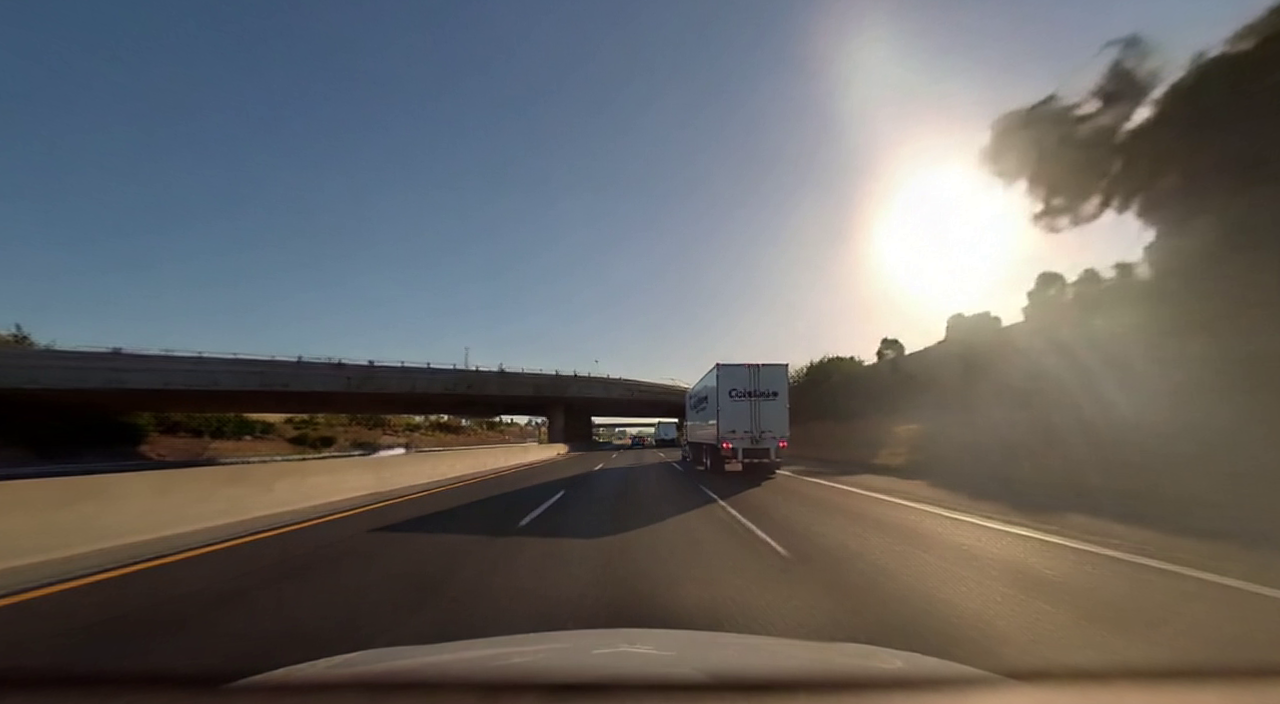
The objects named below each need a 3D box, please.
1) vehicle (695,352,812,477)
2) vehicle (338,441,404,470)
[{"bbox_3d":[3.974,2.595,24.384,2.840,3.947,8.920,0,-8,0],"label":"vehicle"},{"bbox_3d":[-14.677,5.654,34.512,1.816,1.468,4.357,0,-8,-1],"label":"vehicle"}]
